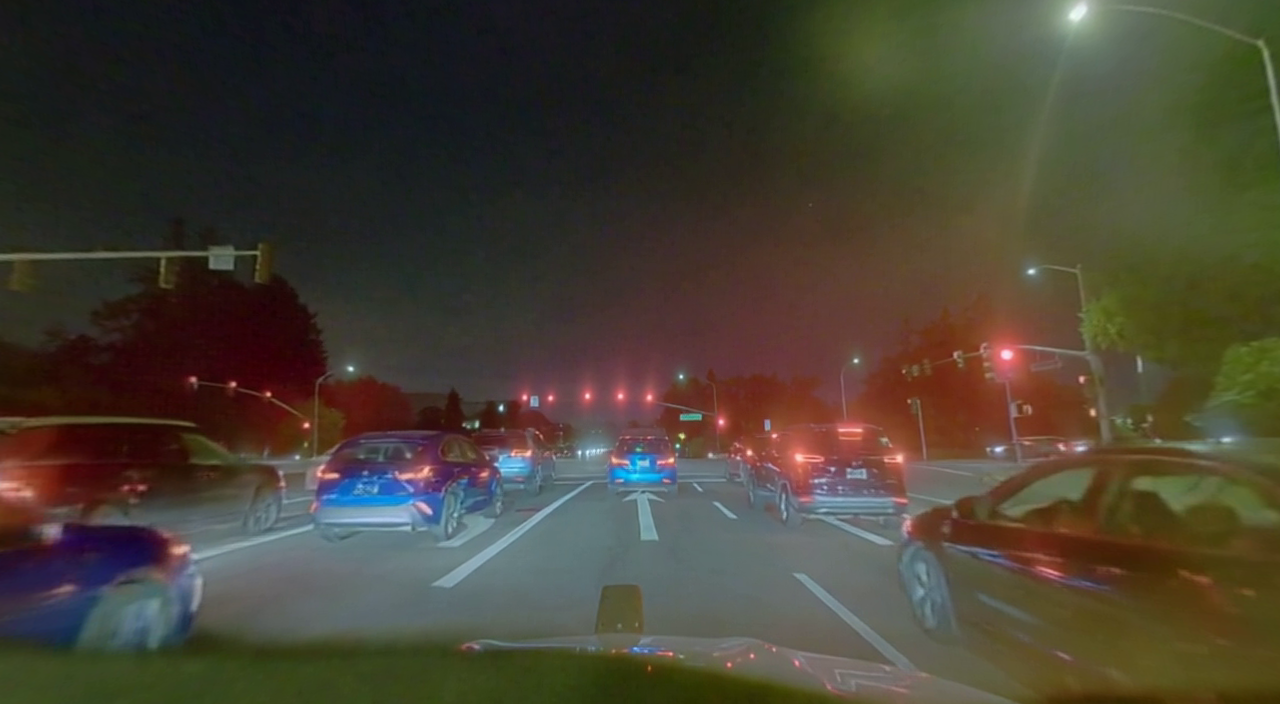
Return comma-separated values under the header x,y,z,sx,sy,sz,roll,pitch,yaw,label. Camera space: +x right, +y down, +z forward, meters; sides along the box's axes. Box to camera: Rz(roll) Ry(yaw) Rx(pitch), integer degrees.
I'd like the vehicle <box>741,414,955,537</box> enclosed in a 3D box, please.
x,y,z,sx,sy,sz,roll,pitch,yaw,label
3.249,2.057,11.037,2.178,1.691,4.314,0,-9,-1,vehicle

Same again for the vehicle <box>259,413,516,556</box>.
x,y,z,sx,sy,sz,roll,pitch,yaw,label
-3.399,1.891,9.676,2.034,1.655,4.465,0,-9,1,vehicle

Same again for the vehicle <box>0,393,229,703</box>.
x,y,z,sx,sy,sz,roll,pitch,yaw,label
-3.230,0.713,0.993,2.139,1.478,4.510,0,-9,0,vehicle

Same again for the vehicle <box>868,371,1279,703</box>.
x,y,z,sx,sy,sz,roll,pitch,yaw,label
2.796,0.933,2.647,2.002,1.474,4.528,0,-9,0,vehicle

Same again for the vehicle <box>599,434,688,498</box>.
x,y,z,sx,sy,sz,roll,pitch,yaw,label
0.038,3.019,17.064,2.114,1.482,4.056,0,-9,-1,vehicle
